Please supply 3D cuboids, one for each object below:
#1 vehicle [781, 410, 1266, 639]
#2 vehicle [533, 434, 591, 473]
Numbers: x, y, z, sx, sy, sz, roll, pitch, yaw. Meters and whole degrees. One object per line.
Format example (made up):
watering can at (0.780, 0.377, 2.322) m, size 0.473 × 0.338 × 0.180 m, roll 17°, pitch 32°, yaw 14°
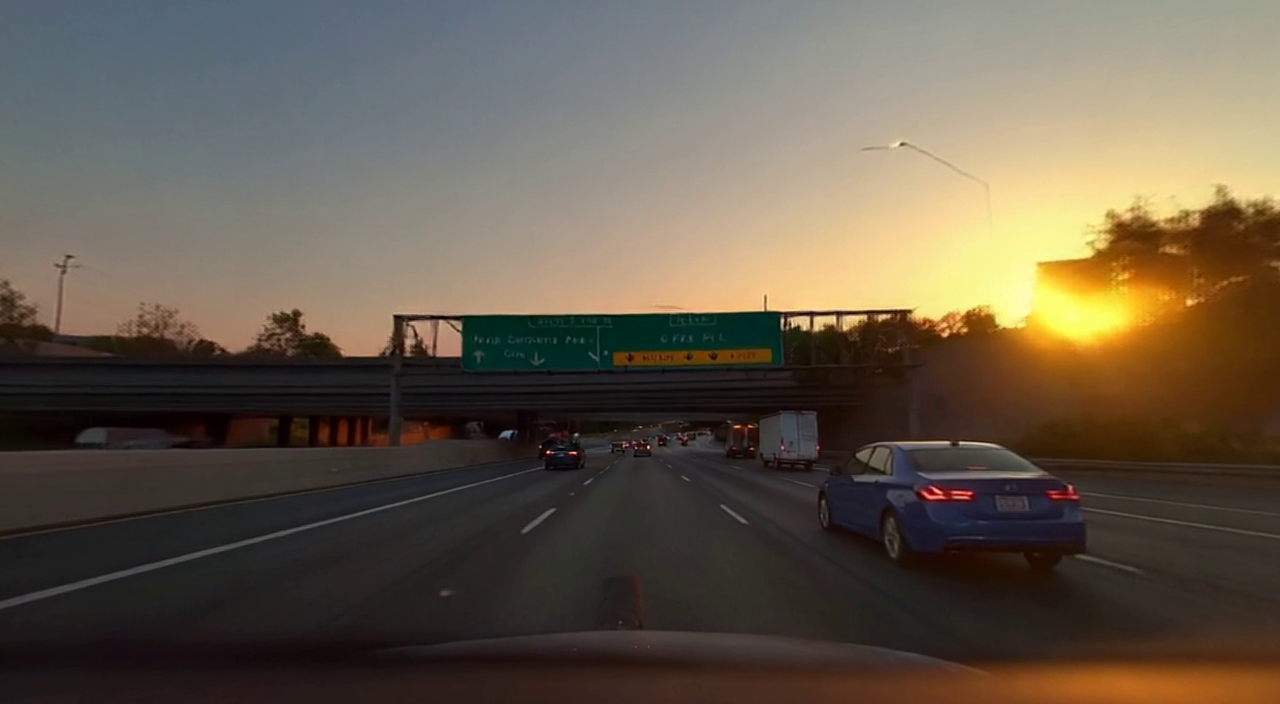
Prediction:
vehicle at (3.193, 1.547, 6.865) m, size 2.107 × 1.550 × 4.949 m, roll 0°, pitch -8°, yaw -1°
vehicle at (-3.718, 4.952, 30.911) m, size 2.193 × 1.746 × 4.512 m, roll 0°, pitch -8°, yaw 1°
